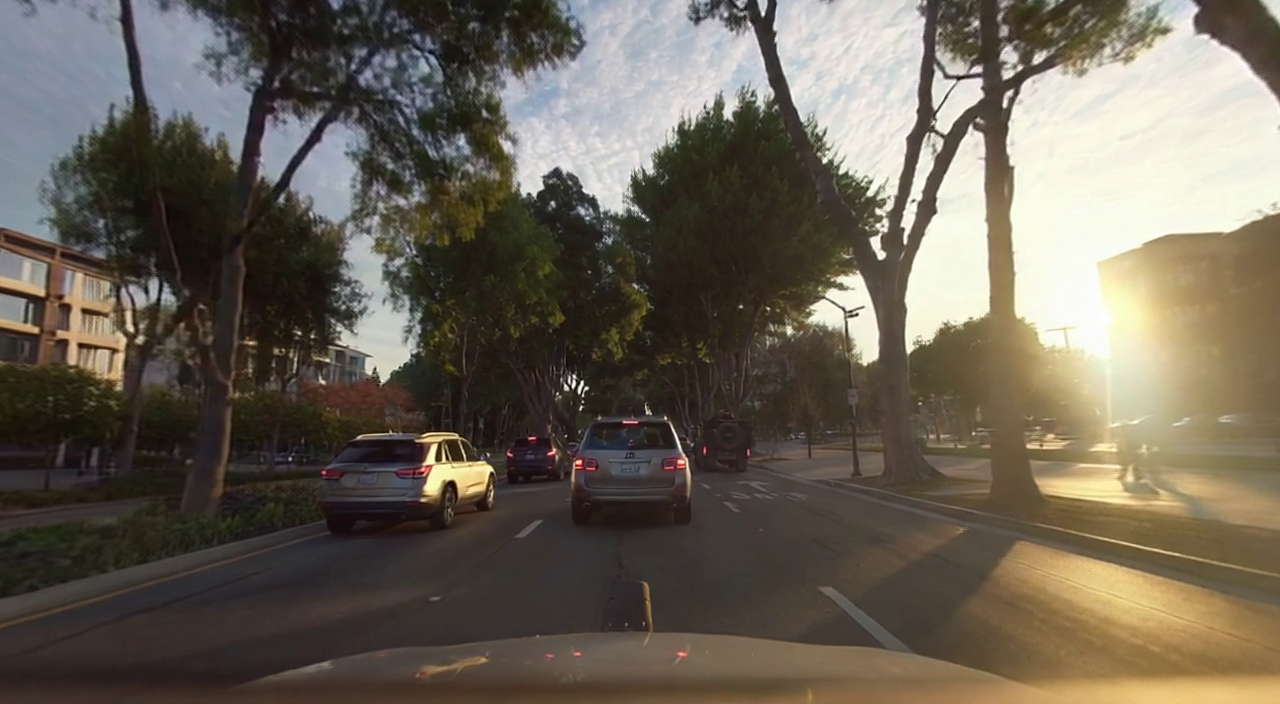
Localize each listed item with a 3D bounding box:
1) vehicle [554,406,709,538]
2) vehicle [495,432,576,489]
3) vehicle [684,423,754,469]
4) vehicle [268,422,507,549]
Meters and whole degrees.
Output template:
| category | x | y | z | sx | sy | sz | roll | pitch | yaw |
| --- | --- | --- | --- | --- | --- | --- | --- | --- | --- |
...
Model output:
| category | x | y | z | sx | sy | sz | roll | pitch | yaw |
| --- | --- | --- | --- | --- | --- | --- | --- | --- | --- |
| vehicle | -0.089 | 1.916 | 10.562 | 2.075 | 1.770 | 4.018 | 0 | -8 | 1 |
| vehicle | -3.245 | 3.461 | 20.351 | 1.894 | 1.642 | 3.861 | 0 | -8 | 1 |
| vehicle | 3.796 | 4.727 | 31.603 | 2.655 | 2.054 | 6.098 | 0 | -8 | 0 |
| vehicle | -3.740 | 2.058 | 10.487 | 1.959 | 1.614 | 4.676 | 0 | -8 | 1 |
